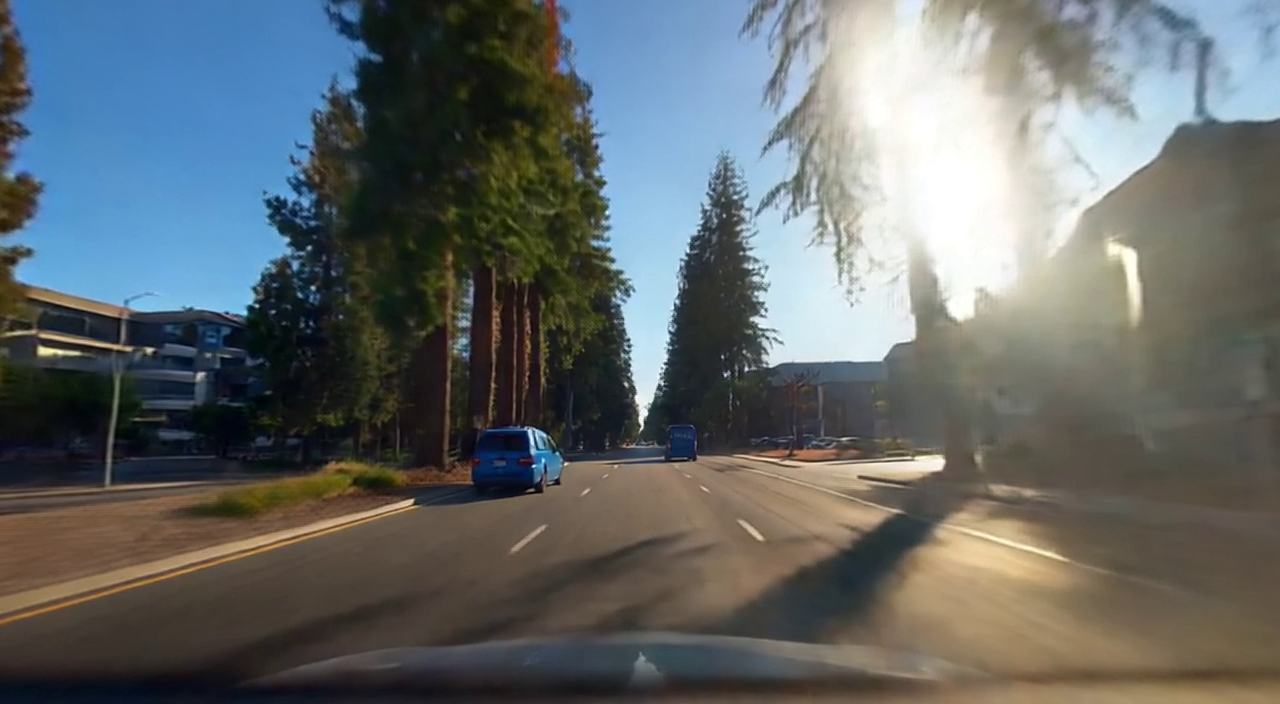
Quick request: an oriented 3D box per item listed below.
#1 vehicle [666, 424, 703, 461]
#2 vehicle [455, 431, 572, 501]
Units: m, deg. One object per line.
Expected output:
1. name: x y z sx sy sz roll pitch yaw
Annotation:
1. vehicle: 3.349 7.044 48.762 2.349 2.671 5.744 0 -8 -1
2. vehicle: -3.176 2.973 16.877 2.129 1.602 4.532 0 -8 1
